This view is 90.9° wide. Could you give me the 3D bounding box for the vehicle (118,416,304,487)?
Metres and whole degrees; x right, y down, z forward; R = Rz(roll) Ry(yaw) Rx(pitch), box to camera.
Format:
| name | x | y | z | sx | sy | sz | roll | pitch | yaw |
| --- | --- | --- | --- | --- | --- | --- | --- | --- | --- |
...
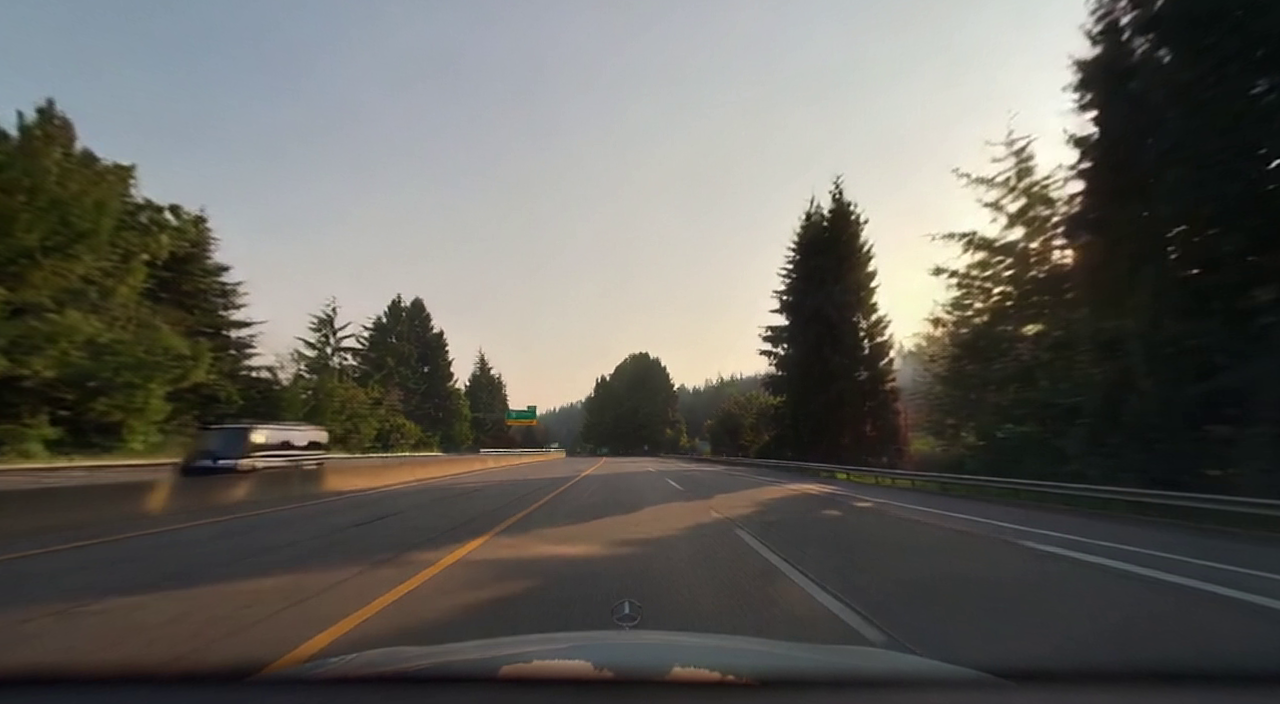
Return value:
| name | x | y | z | sx | sy | sz | roll | pitch | yaw |
| --- | --- | --- | --- | --- | --- | --- | --- | --- | --- |
| vehicle | -12.962 | 3.101 | 19.649 | 2.134 | 1.893 | 5.320 | 0 | -9 | -1 |
